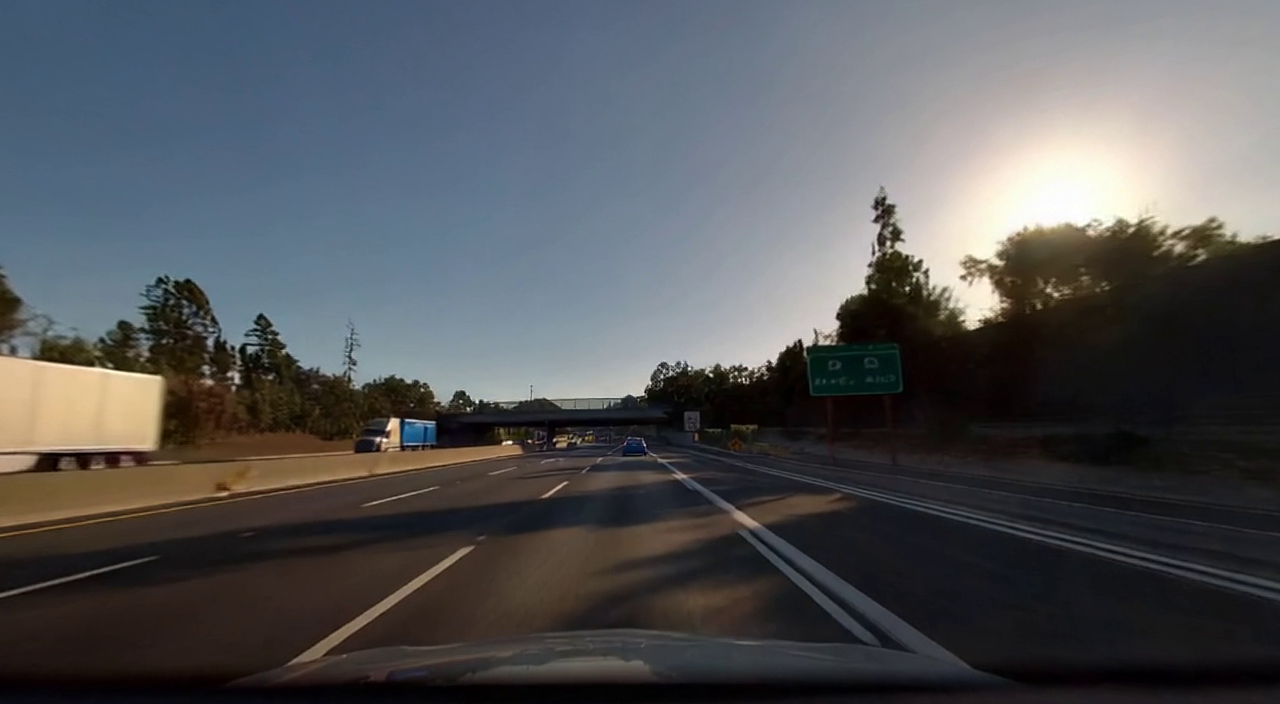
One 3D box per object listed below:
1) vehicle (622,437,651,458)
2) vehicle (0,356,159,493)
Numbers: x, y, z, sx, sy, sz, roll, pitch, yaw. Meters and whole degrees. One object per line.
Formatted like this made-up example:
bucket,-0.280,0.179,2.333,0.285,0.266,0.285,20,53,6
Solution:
vehicle,-0.333,7.012,46.409,2.028,1.440,3.690,0,-8,-2
vehicle,-18.754,1.740,15.361,2.854,3.673,14.630,0,-8,-1
